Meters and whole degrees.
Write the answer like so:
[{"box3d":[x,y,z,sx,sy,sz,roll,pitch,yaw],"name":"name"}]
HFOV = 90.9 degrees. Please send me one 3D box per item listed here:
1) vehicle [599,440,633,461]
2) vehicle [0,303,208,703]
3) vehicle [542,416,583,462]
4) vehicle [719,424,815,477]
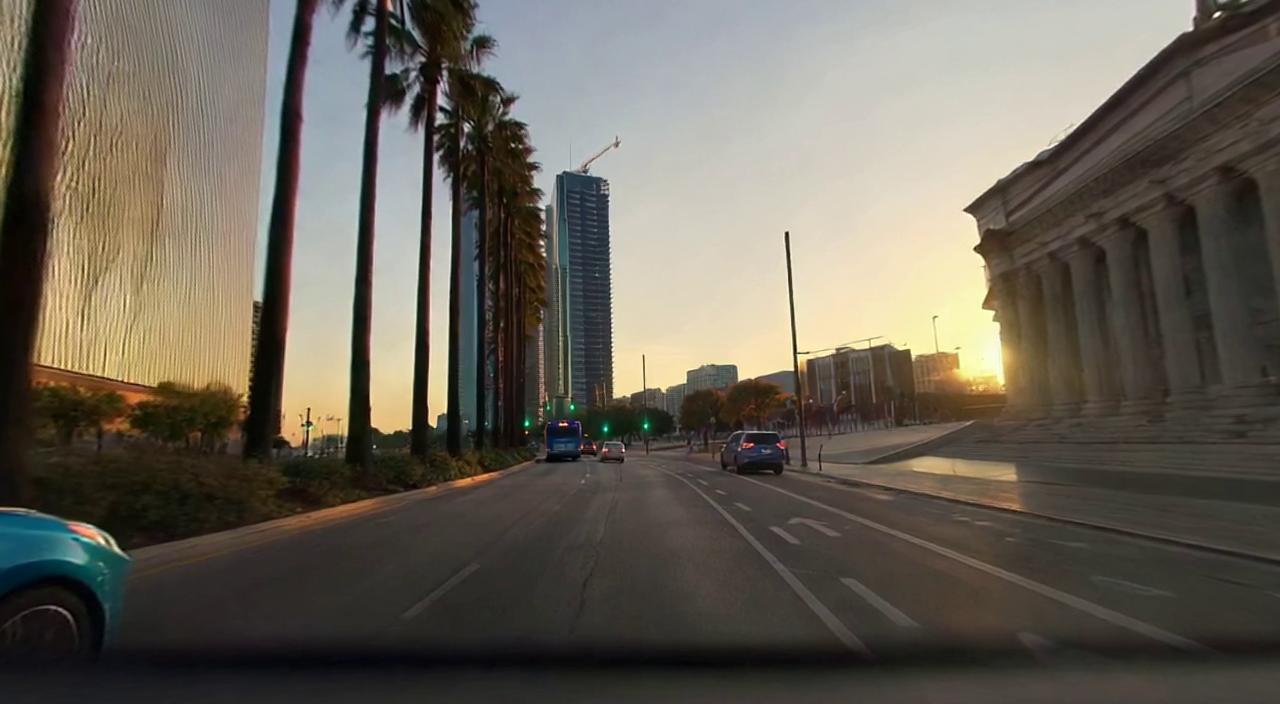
[{"box3d":[-1.794,7.152,45.889,2.107,1.481,4.097,1,-8,-8],"name":"vehicle"},{"box3d":[-3.606,0.543,1.254,2.120,1.826,4.737,0,-8,0],"name":"vehicle"},{"box3d":[-5.772,6.557,47.244,2.678,3.042,8.474,2,-9,-6],"name":"vehicle"},{"box3d":[4.869,3.905,25.145,2.212,1.854,5.419,1,-8,-6],"name":"vehicle"}]
